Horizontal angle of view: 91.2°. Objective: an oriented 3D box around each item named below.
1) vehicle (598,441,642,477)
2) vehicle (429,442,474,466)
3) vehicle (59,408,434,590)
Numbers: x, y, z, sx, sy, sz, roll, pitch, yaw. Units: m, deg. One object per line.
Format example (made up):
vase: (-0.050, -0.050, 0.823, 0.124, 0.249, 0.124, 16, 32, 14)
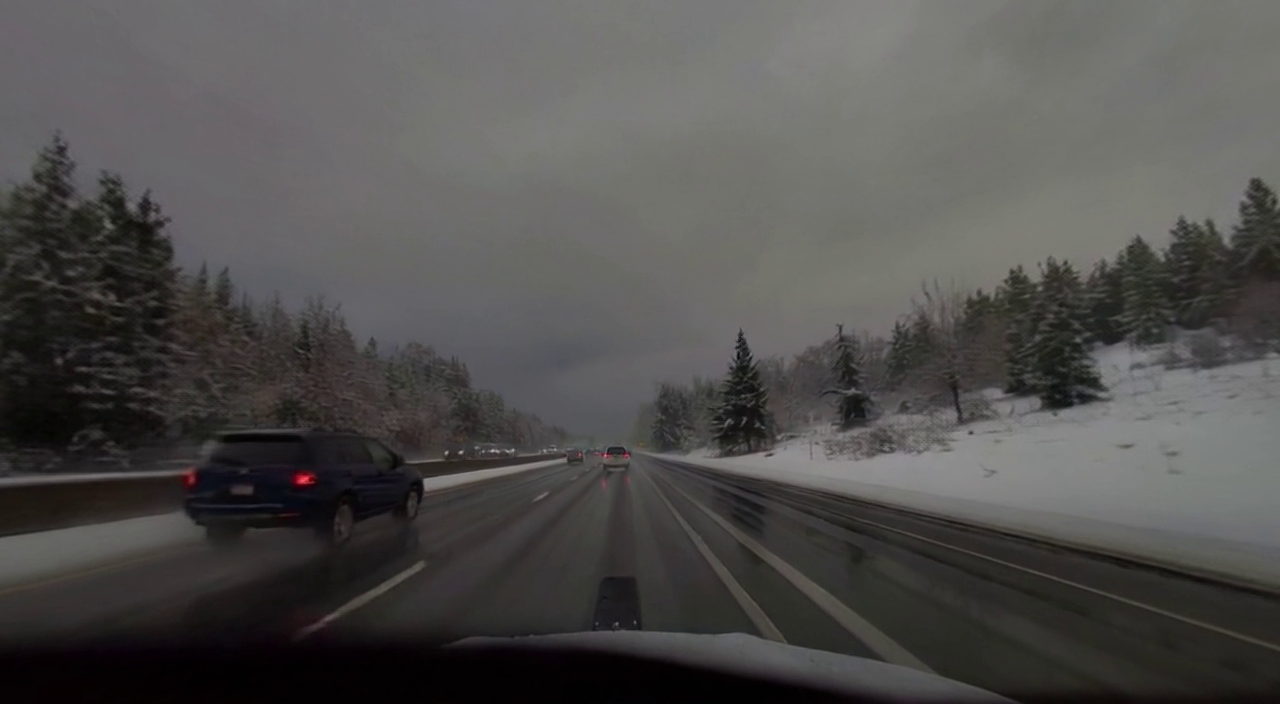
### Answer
vehicle: (-1.010, 5.391, 31.783, 2.115, 1.661, 4.049, 0, -9, -2)
vehicle: (-13.893, 7.543, 46.480, 2.045, 1.647, 4.454, 0, -9, -1)
vehicle: (-4.500, 1.756, 8.344, 1.974, 1.688, 4.727, 0, -9, -1)
